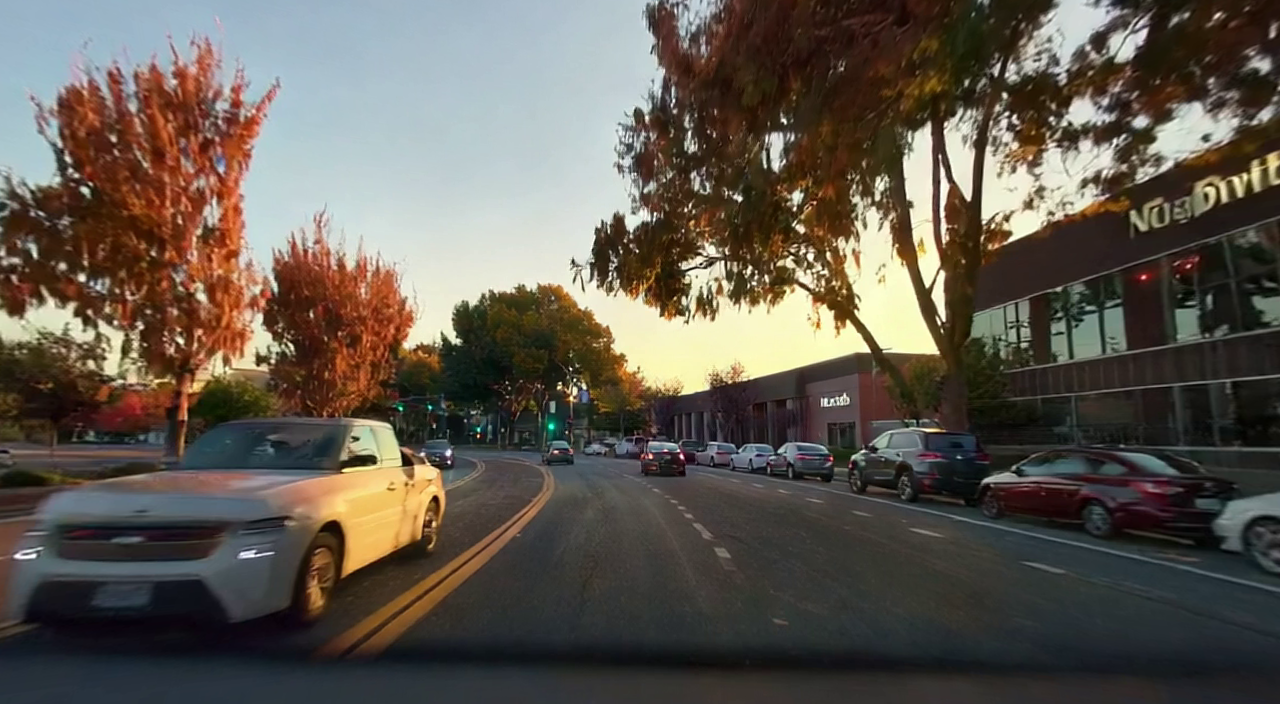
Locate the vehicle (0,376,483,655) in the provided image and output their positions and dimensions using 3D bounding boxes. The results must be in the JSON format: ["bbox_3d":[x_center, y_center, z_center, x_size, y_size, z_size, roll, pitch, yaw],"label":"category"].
[{"bbox_3d":[-3.375,1.430,6.712,2.301,1.793,5.082,0,-9,-3],"label":"vehicle"}]

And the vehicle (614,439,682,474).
[{"bbox_3d":[0.280,4.860,29.519,2.280,1.472,4.426,2,-9,-11],"label":"vehicle"}]

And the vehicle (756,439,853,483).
[{"bbox_3d":[6.099,4.087,24.027,1.890,1.488,4.567,1,-9,-9],"label":"vehicle"}]

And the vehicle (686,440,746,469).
[{"bbox_3d":[4.091,5.627,34.732,1.820,1.450,4.408,2,-9,-13],"label":"vehicle"}]

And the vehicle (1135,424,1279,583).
[{"bbox_3d":[7.378,1.394,5.746,2.027,1.552,4.423,-1,-10,-1],"label":"vehicle"}]

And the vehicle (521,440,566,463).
[{"bbox_3d":[-6.773,6.901,43.840,2.308,1.535,4.811,3,-9,-18],"label":"vehicle"}]

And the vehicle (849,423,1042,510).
[{"bbox_3d":[7.036,2.680,15.202,2.070,1.758,4.392,1,-9,-7],"label":"vehicle"}]

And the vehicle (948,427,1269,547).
[{"bbox_3d":[7.345,2.207,10.671,1.972,1.429,4.487,5,-10,-1],"label":"vehicle"}]
